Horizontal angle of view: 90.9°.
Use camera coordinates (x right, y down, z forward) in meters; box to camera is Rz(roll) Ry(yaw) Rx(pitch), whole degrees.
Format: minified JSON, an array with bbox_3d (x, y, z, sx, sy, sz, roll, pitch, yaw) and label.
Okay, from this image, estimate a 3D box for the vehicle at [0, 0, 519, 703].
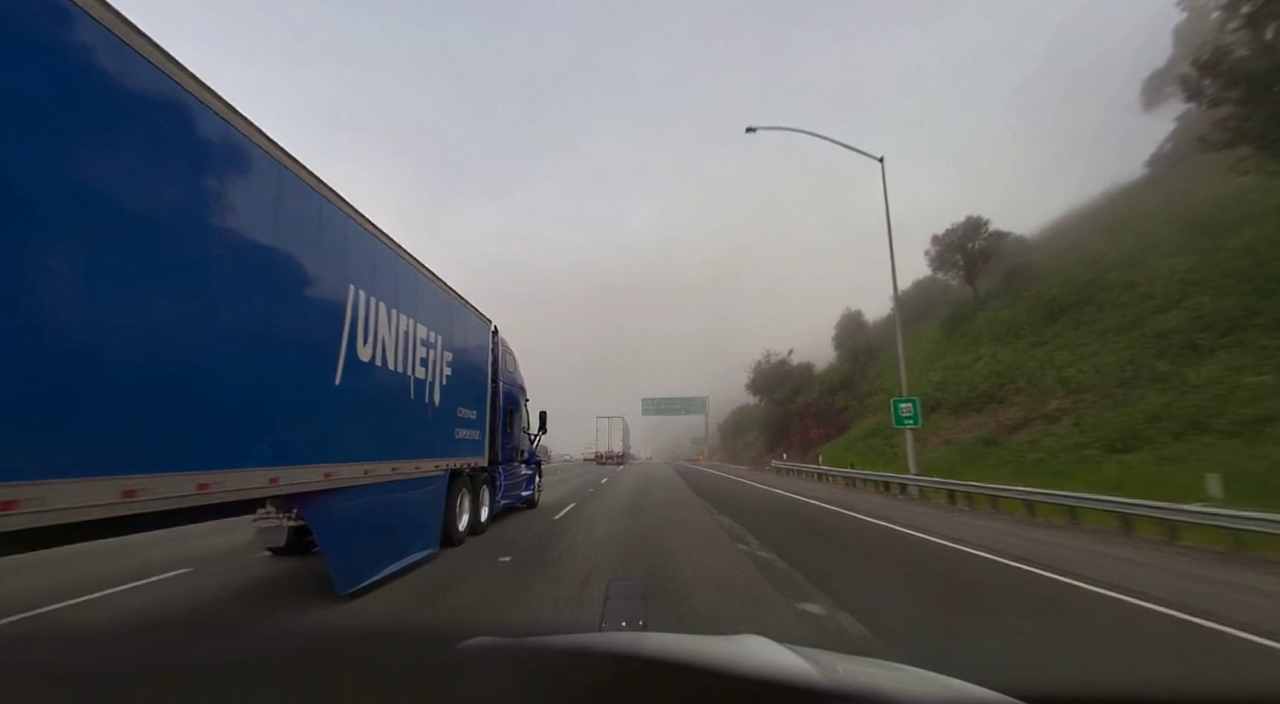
[{"bbox_3d":[-3.477,-0.042,3.283,2.963,4.128,13.357,0,-8,0],"label":"vehicle"}]
